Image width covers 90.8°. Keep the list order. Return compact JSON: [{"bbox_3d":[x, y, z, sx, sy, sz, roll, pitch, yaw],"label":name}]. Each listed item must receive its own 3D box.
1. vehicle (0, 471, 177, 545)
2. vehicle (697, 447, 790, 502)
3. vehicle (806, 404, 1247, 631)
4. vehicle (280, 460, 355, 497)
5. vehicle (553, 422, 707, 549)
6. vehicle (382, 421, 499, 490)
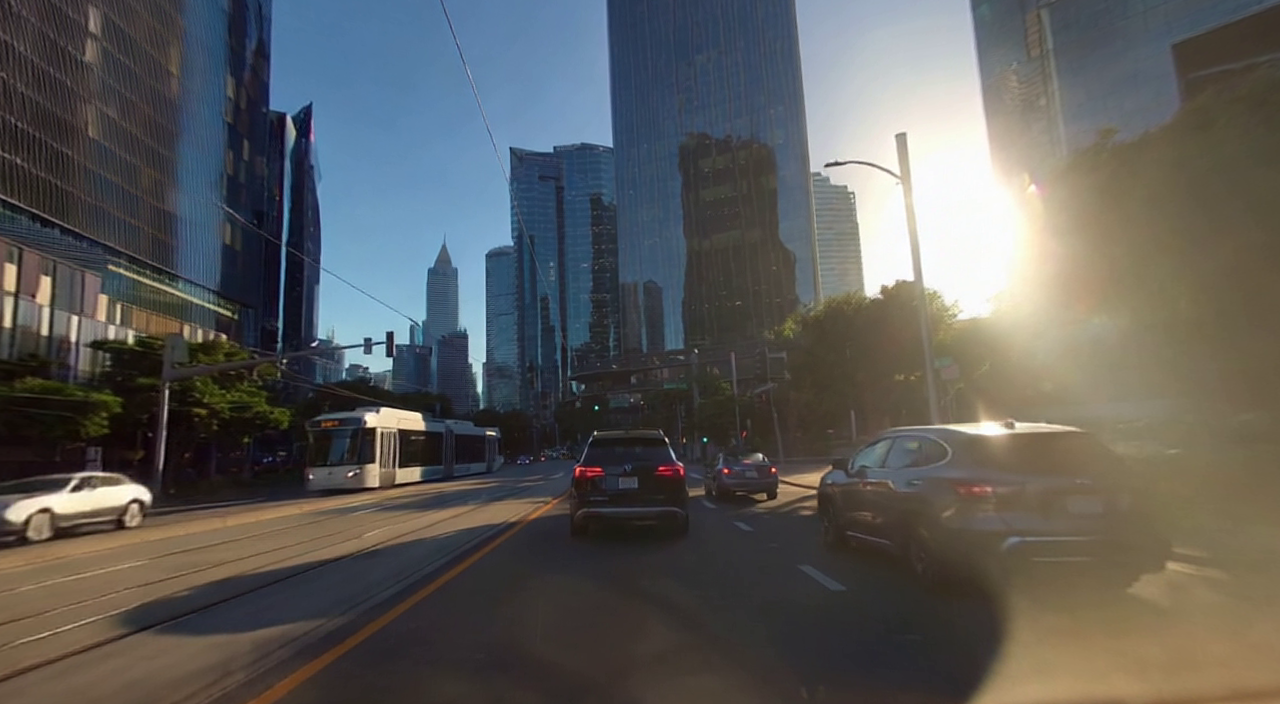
[{"bbox_3d":[-14.898,3.927,16.479,2.077,1.458,4.718,0,-9,0],"label":"vehicle"},{"bbox_3d":[3.064,3.720,19.669,1.993,1.480,4.324,0,-9,-2],"label":"vehicle"},{"bbox_3d":[3.578,1.612,7.218,2.029,1.717,4.624,0,-9,-1],"label":"vehicle"},{"bbox_3d":[-18.692,7.320,36.946,1.933,1.919,4.913,0,-9,-2],"label":"vehicle"},{"bbox_3d":[-0.210,2.225,11.174,2.178,1.779,4.255,0,-9,-2],"label":"vehicle"},{"bbox_3d":[-10.926,5.834,36.162,3.053,3.359,10.539,0,-9,1],"label":"vehicle"}]
